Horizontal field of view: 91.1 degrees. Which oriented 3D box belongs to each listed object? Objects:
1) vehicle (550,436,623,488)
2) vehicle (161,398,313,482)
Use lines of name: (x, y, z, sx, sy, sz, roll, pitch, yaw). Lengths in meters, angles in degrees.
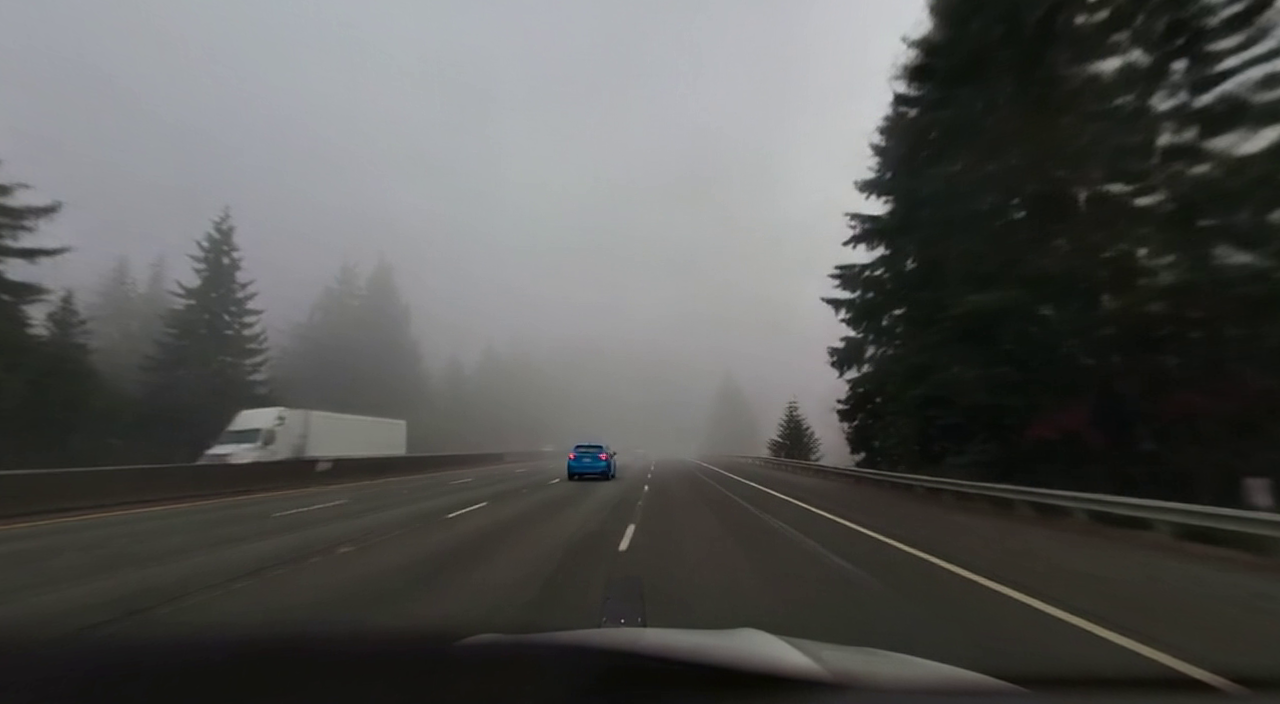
vehicle: (-1.813, 3.941, 22.900, 2.133, 1.686, 4.203, -1, -8, 2)
vehicle: (-22.522, 5.028, 35.845, 3.005, 4.234, 8.022, -1, -8, 2)
